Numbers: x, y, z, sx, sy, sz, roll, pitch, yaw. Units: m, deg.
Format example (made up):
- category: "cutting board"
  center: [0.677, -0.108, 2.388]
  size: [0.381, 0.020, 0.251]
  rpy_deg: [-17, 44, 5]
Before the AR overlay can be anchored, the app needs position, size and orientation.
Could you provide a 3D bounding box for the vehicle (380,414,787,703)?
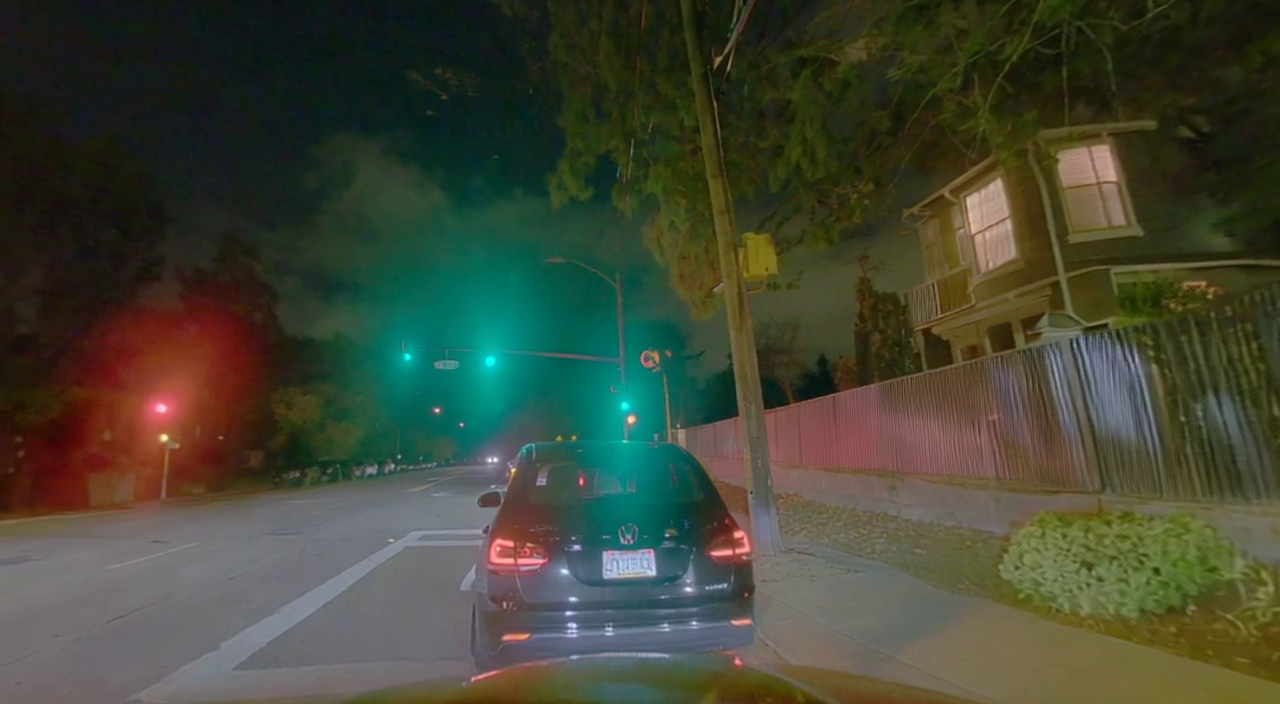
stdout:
- category: "vehicle"
  center: [-0.491, 1.344, 5.059]
  size: [2.024, 1.502, 3.702]
  rpy_deg: [1, -9, -8]
